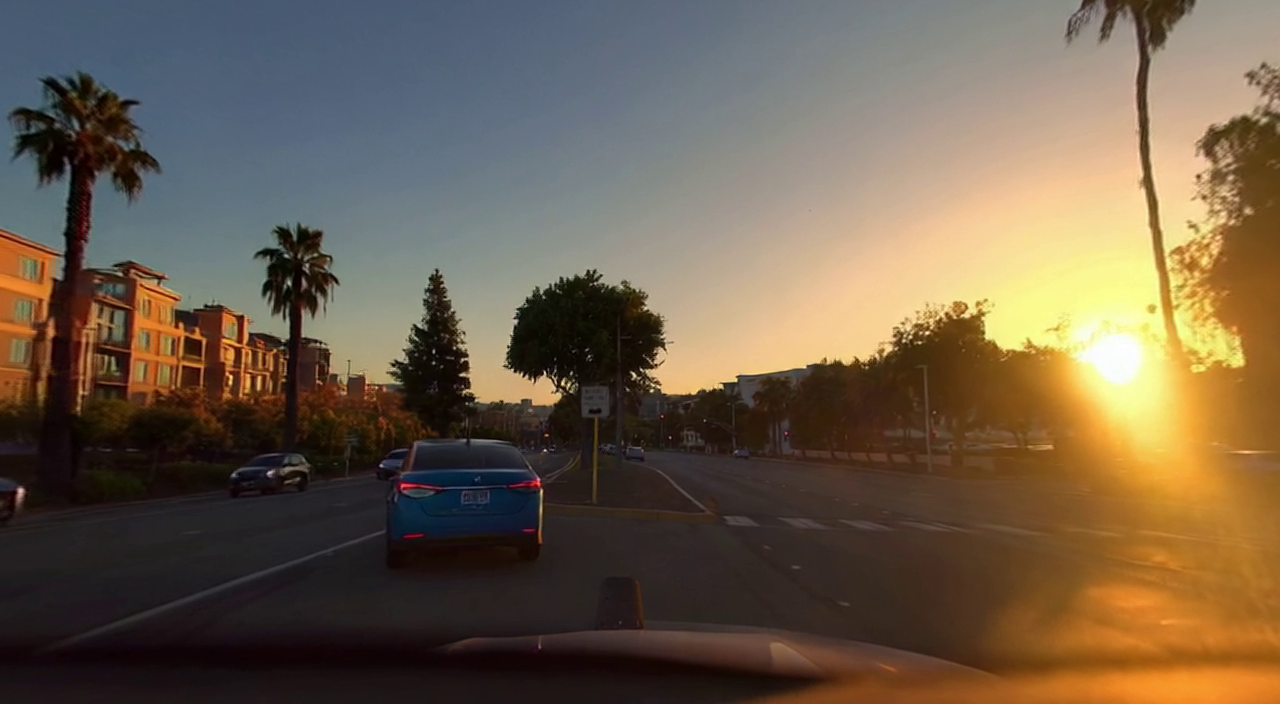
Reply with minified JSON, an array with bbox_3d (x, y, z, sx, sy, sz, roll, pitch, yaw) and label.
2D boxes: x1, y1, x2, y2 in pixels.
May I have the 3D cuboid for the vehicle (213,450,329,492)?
[{"bbox_3d":[-14.342,4.613,24.930,2.099,1.464,4.615,1,-9,-5],"label":"vehicle"}]

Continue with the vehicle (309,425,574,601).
[{"bbox_3d":[-2.697,1.725,7.780,1.986,1.473,4.382,5,-10,-32],"label":"vehicle"}]
